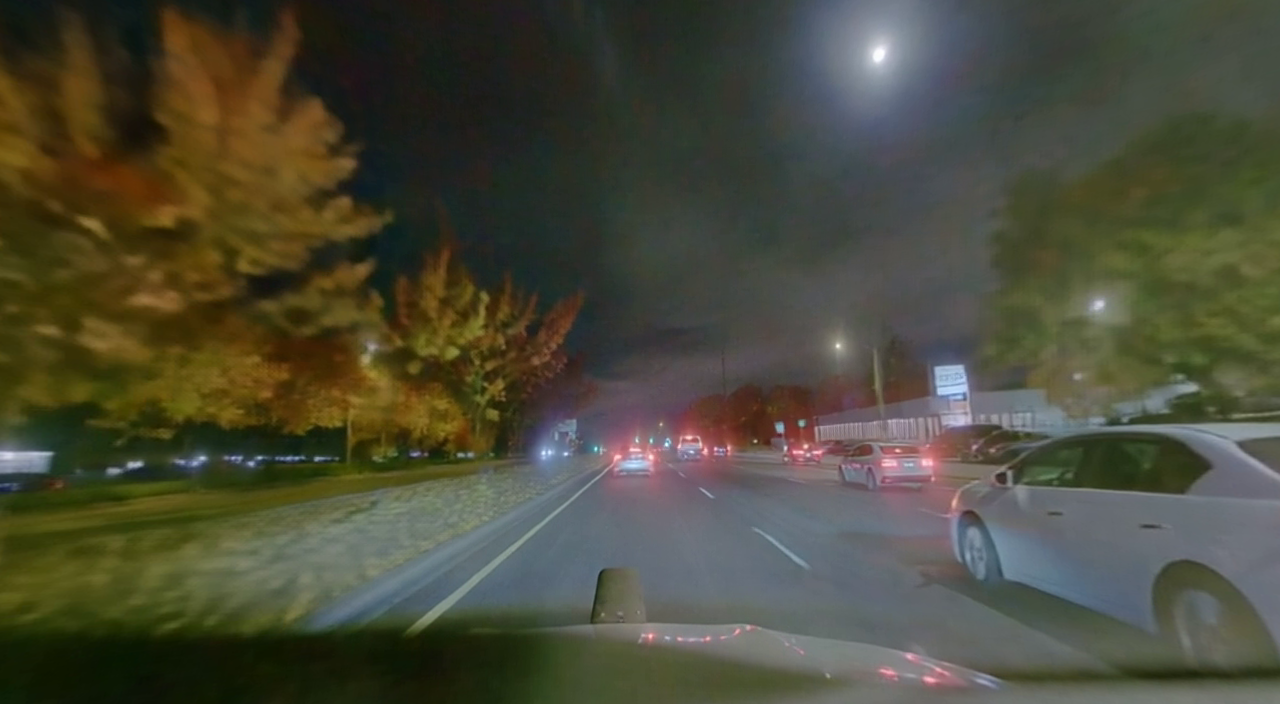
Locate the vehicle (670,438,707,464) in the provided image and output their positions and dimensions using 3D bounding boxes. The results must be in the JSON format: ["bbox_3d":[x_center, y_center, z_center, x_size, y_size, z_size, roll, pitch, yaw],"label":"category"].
[{"bbox_3d":[3.455,7.141,45.726,2.188,1.760,4.297,0,-8,-1],"label":"vehicle"}]

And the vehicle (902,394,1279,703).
[{"bbox_3d":[3.677,1.132,4.025,2.094,1.480,4.323,0,-9,-1],"label":"vehicle"}]

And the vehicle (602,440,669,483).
[{"bbox_3d":[-0.182,4.091,23.975,2.289,1.471,4.477,0,-8,-1],"label":"vehicle"}]
